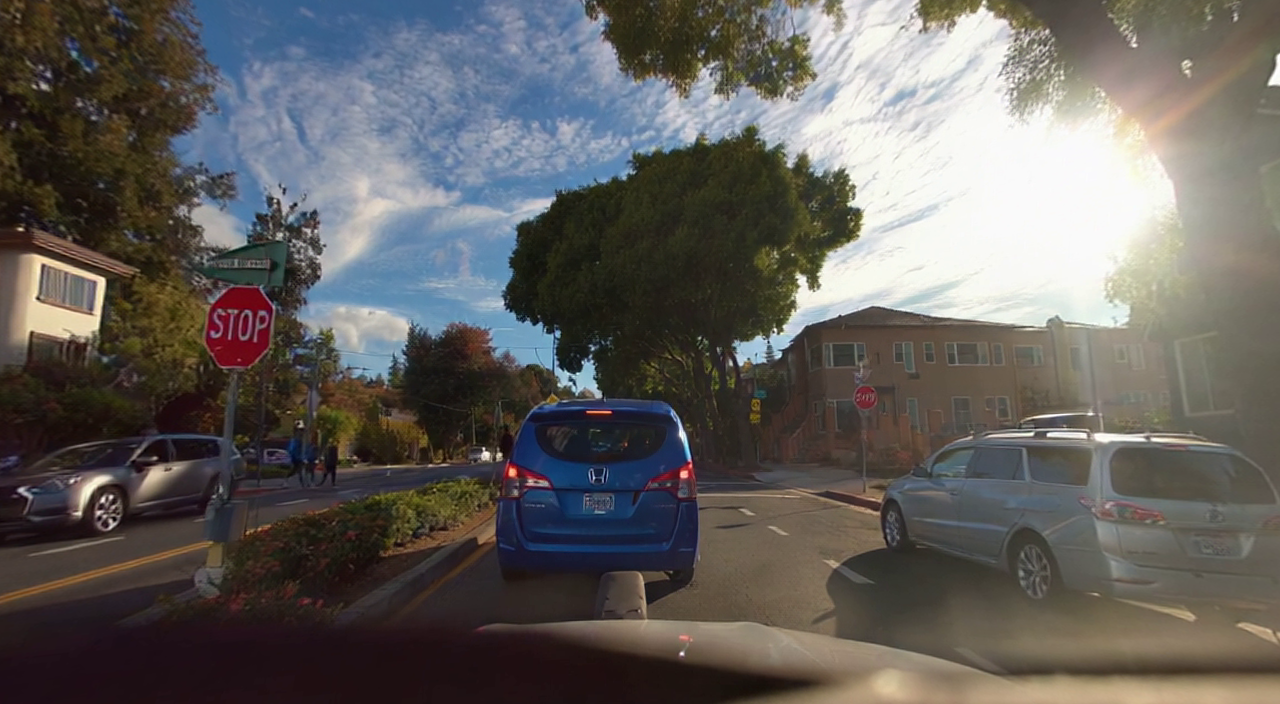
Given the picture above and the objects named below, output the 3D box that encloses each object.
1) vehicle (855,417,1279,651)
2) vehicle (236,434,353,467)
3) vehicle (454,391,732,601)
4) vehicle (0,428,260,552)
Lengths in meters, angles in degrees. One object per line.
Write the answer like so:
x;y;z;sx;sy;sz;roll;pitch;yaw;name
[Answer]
4.220;1.680;6.910;1.959;1.581;4.731;4;-9;-2;vehicle
-16.265;4.650;29.781;4.387;1.495;1.811;1;-8;-3;vehicle
-0.412;1.582;7.814;2.377;1.787;4.652;0;-8;0;vehicle
-8.290;2.021;10.058;1.825;1.532;4.083;-3;-7;2;vehicle
